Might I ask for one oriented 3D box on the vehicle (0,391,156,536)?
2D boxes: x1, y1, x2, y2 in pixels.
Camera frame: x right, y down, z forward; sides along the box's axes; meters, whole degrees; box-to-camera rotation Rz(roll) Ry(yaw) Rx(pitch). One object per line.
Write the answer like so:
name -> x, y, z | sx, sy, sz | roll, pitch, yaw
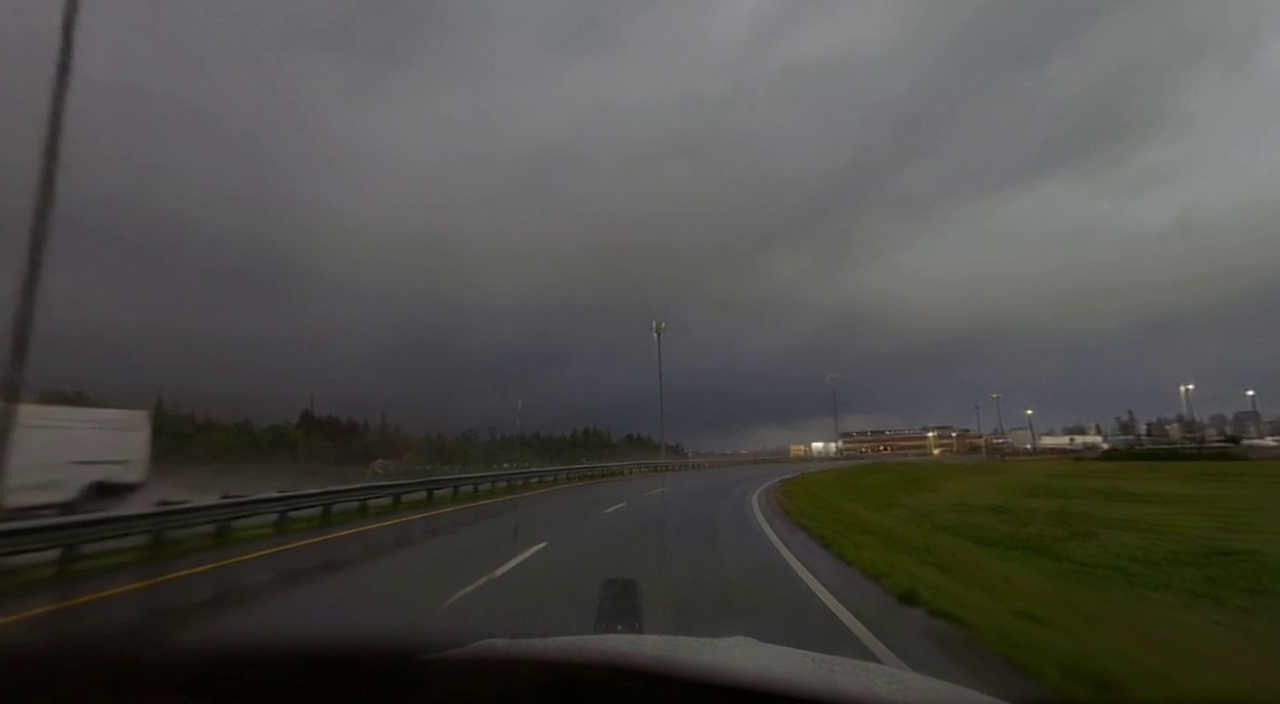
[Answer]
vehicle -> -12.934, 2.100, 11.848 | 2.396, 2.635, 5.921 | -1, -9, 5
